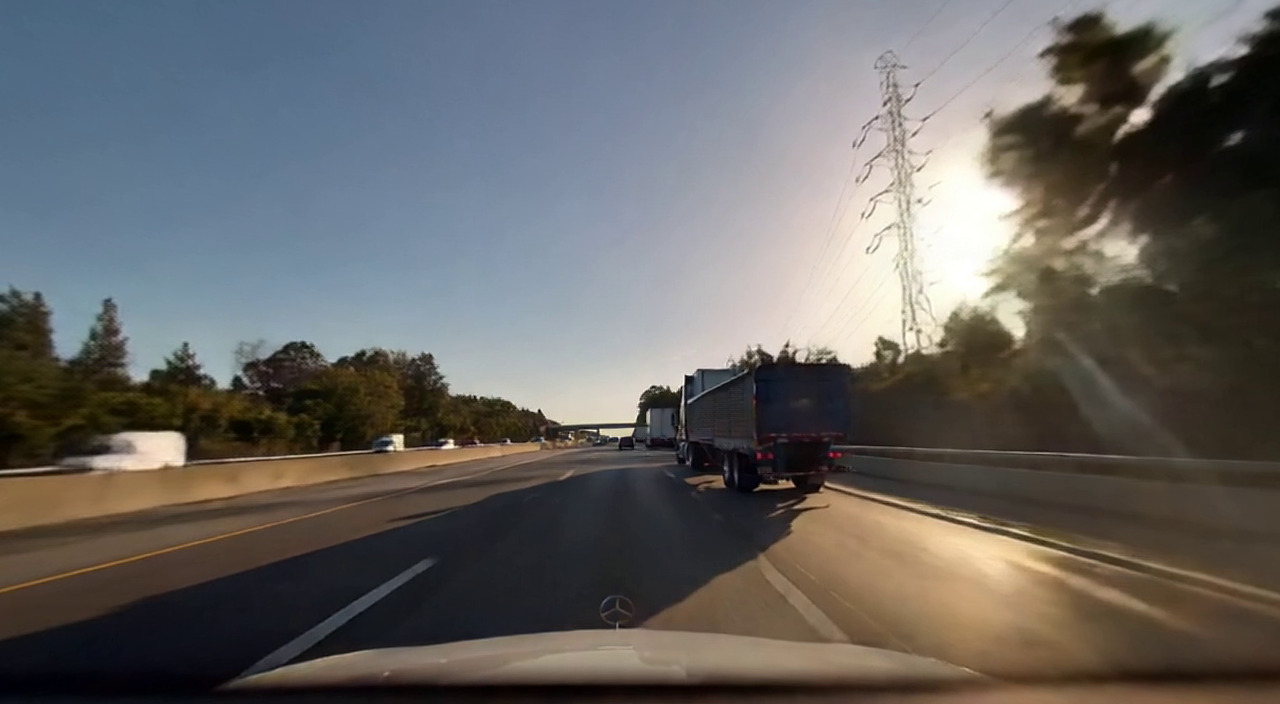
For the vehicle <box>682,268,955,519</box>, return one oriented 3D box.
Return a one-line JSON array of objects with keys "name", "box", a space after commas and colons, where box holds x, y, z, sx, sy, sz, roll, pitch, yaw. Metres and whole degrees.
[{"name": "vehicle", "box": [3.326, 1.572, 17.287, 2.905, 4.080, 14.157, 0, -8, -2]}]
